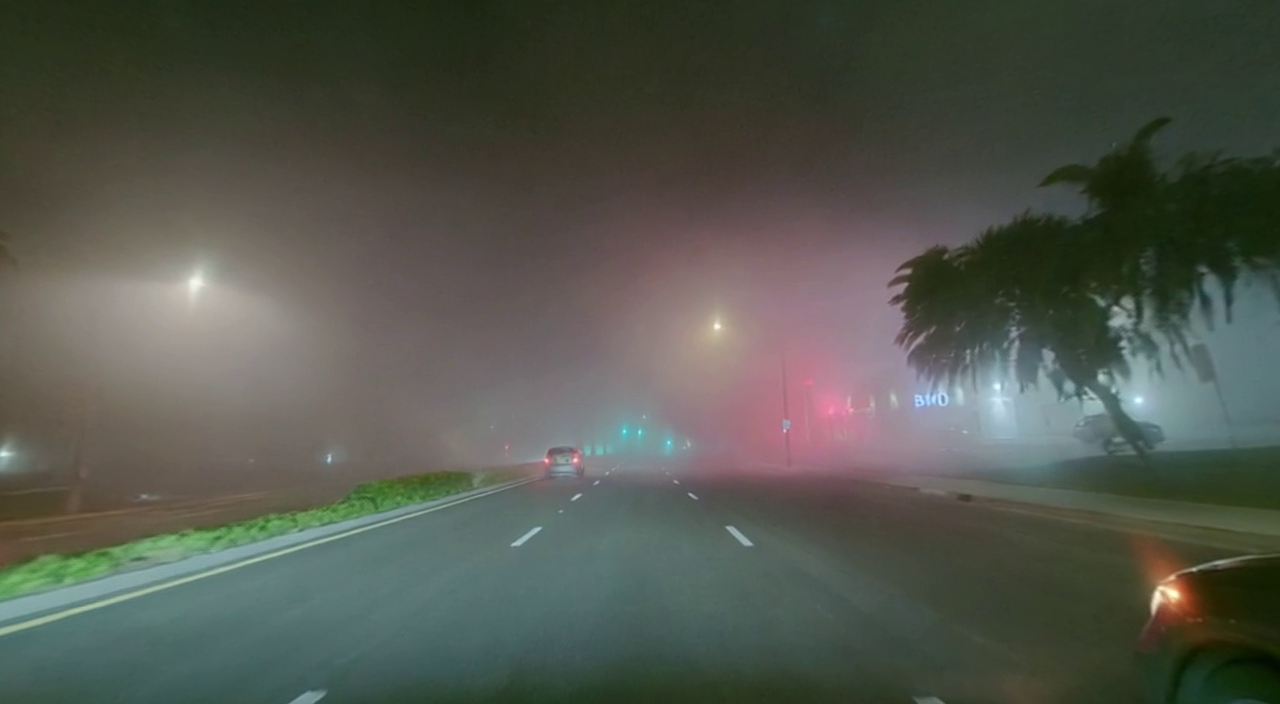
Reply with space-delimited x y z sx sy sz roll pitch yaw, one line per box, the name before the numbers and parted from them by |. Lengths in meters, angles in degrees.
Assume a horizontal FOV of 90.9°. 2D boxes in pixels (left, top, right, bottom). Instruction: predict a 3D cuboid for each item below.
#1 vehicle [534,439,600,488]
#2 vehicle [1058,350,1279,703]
vehicle | -2.804 4.417 25.190 1.998 1.743 4.402 -1 -9 1
vehicle | 2.774 0.563 0.553 1.946 1.513 4.133 -1 -9 0
